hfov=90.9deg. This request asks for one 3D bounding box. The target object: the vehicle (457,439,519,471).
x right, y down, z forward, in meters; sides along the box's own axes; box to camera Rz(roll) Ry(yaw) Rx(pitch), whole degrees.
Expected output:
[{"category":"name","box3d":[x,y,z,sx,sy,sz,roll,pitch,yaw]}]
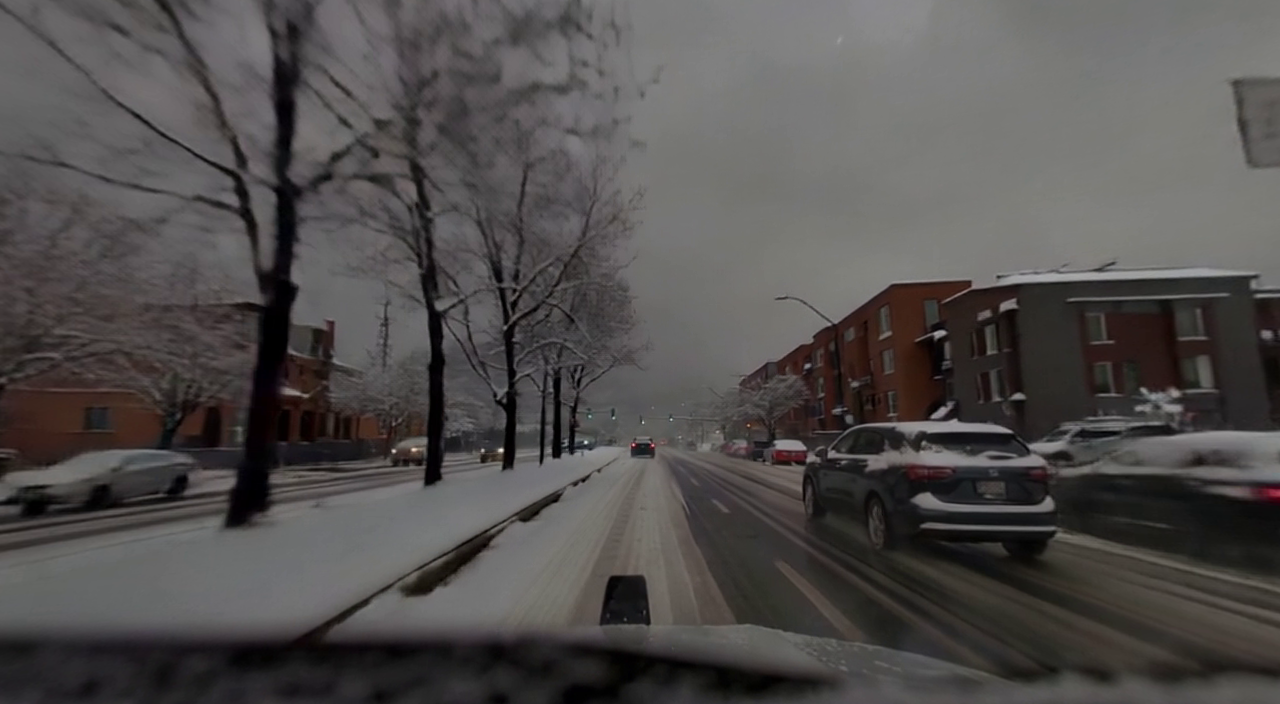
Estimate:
[{"category":"vehicle","box3d":[-7.728,5.254,32.503,1.960,1.530,4.313,0,-8,2]}]

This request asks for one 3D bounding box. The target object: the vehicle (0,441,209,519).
[{"category":"vehicle","box3d":[-11.959,2.758,14.146,1.779,1.495,3.766,0,-8,1]}]

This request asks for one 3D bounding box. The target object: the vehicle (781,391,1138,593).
[{"category":"vehicle","box3d":[3.293,1.547,7.830,2.071,1.747,4.549,0,-8,1]}]

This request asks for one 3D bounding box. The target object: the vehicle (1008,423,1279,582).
[{"category":"vehicle","box3d":[7.453,1.798,8.367,2.182,1.570,4.911,0,-8,0]}]

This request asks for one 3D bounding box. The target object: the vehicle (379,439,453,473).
[{"category":"vehicle","box3d":[-11.499,5.347,32.769,2.049,1.641,4.573,0,-8,2]}]

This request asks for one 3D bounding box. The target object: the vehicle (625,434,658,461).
[{"category":"vehicle","box3d":[0.147,6.822,45.052,2.244,1.813,4.129,0,-8,1]}]
